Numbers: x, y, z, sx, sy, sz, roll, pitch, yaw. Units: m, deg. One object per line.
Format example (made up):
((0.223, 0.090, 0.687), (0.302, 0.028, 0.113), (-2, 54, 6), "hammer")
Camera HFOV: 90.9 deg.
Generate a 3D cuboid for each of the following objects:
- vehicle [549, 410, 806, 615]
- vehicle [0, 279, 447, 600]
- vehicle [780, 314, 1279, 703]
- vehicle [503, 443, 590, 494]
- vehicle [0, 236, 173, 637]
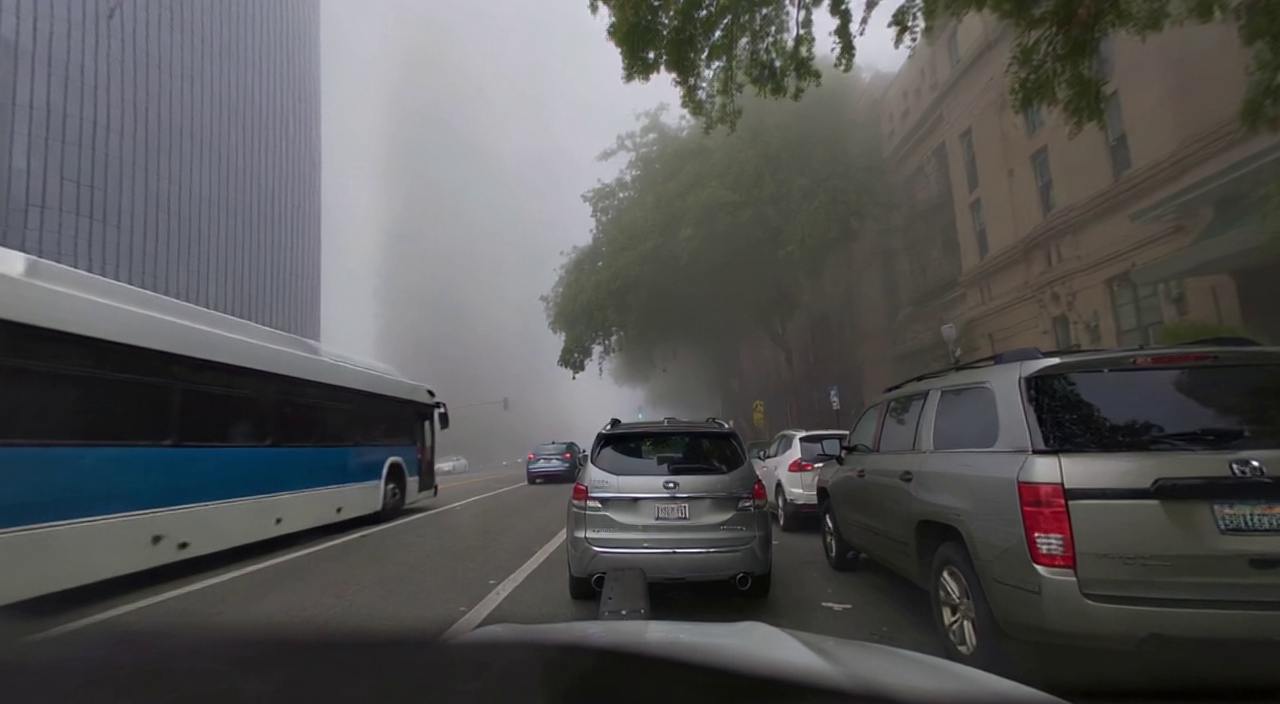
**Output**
((0.242, 1.550, 6.888), (2.045, 1.608, 3.573), (0, -9, -2), "vehicle")
((-6.798, 1.611, 11.594), (3.152, 3.309, 10.159), (0, -9, 1), "vehicle")
((2.757, 1.115, 4.988), (2.117, 1.855, 4.794), (0, -9, -1), "vehicle")
((-2.961, 3.825, 21.159), (2.088, 1.483, 4.708), (0, -9, 1), "vehicle")
((-6.820, 0.279, 2.443), (2.907, 3.307, 9.137), (0, -9, 0), "vehicle")
